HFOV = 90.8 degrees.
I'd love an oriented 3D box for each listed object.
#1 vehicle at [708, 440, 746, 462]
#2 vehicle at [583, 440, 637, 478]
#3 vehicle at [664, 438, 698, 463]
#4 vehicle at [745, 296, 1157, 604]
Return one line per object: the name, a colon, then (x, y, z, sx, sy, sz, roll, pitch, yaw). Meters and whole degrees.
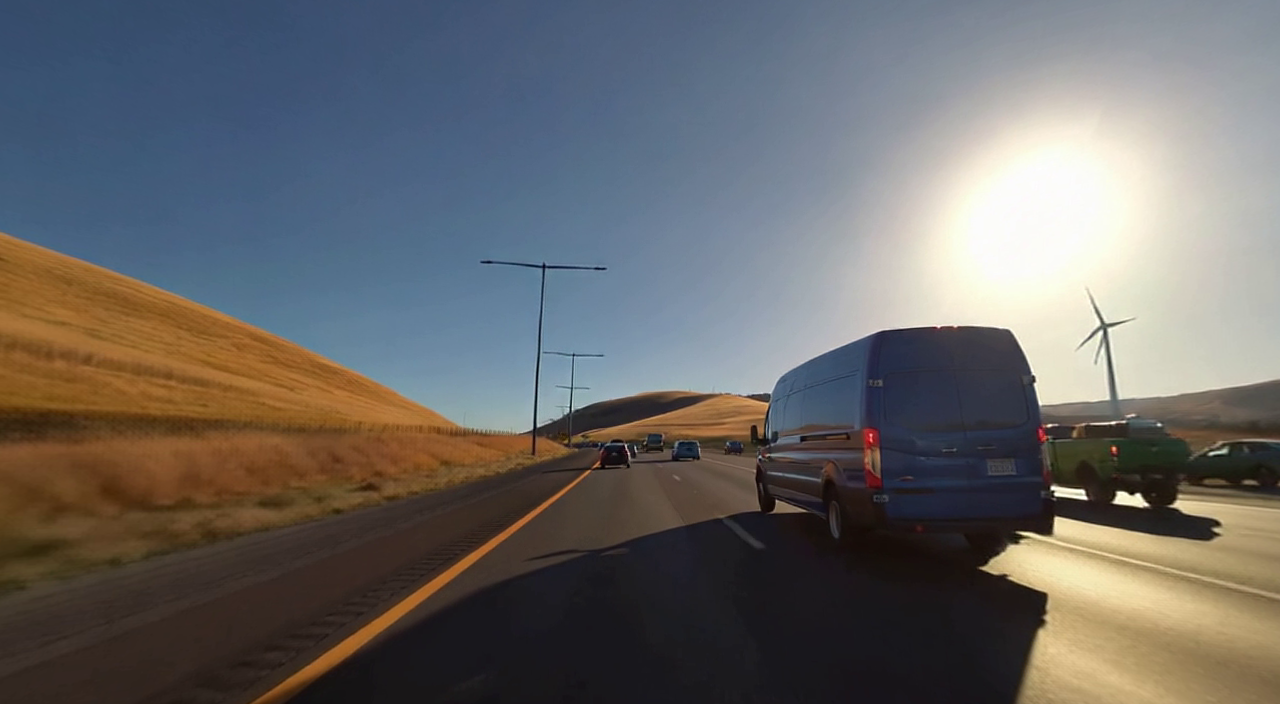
vehicle: (6.328, 7.250, 46.355, 1.958, 1.514, 4.930, 0, -8, -1)
vehicle: (-1.160, 4.402, 26.182, 2.082, 1.445, 3.826, 0, -8, -1)
vehicle: (2.934, 7.092, 45.770, 2.108, 1.717, 3.996, 0, -8, -1)
vehicle: (3.121, 1.227, 8.335, 2.365, 2.630, 5.754, 0, -8, -1)
